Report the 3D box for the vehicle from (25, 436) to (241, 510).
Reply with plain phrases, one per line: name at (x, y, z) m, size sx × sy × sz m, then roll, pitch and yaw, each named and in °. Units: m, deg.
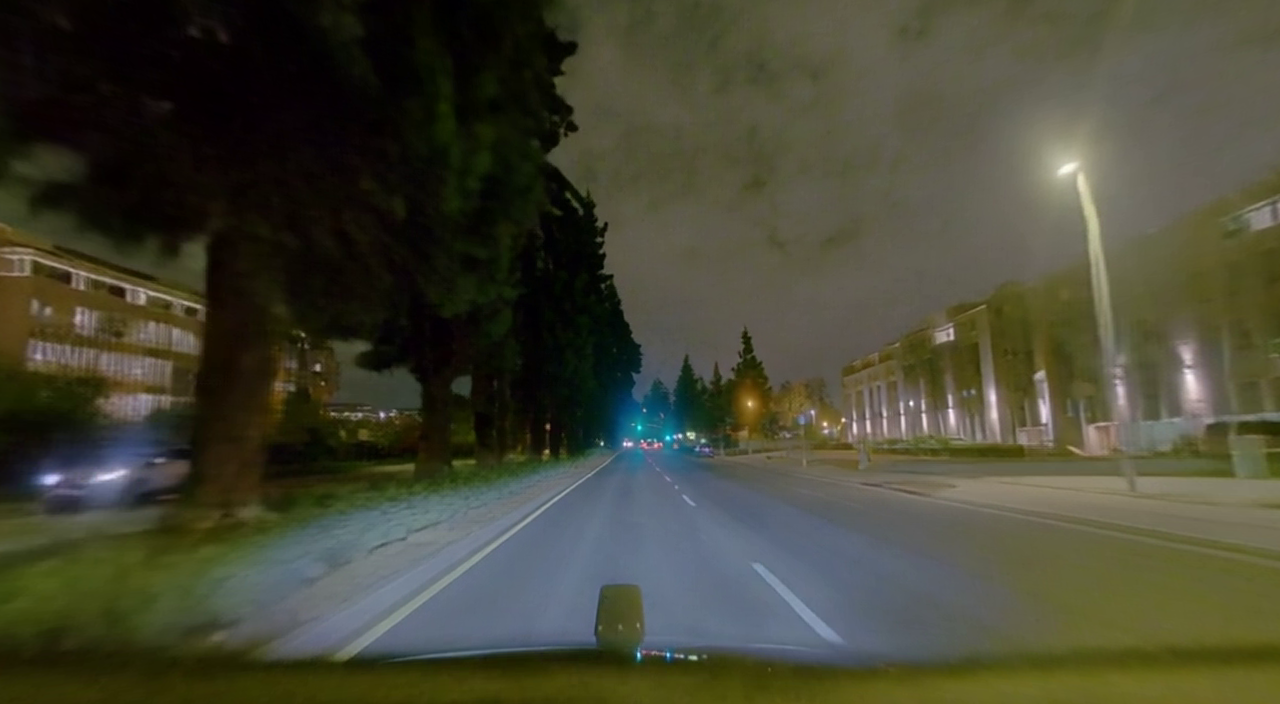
vehicle at (-15.217, 3.619, 19.564) m, size 2.141 × 1.942 × 5.474 m, roll 0°, pitch -8°, yaw 0°
